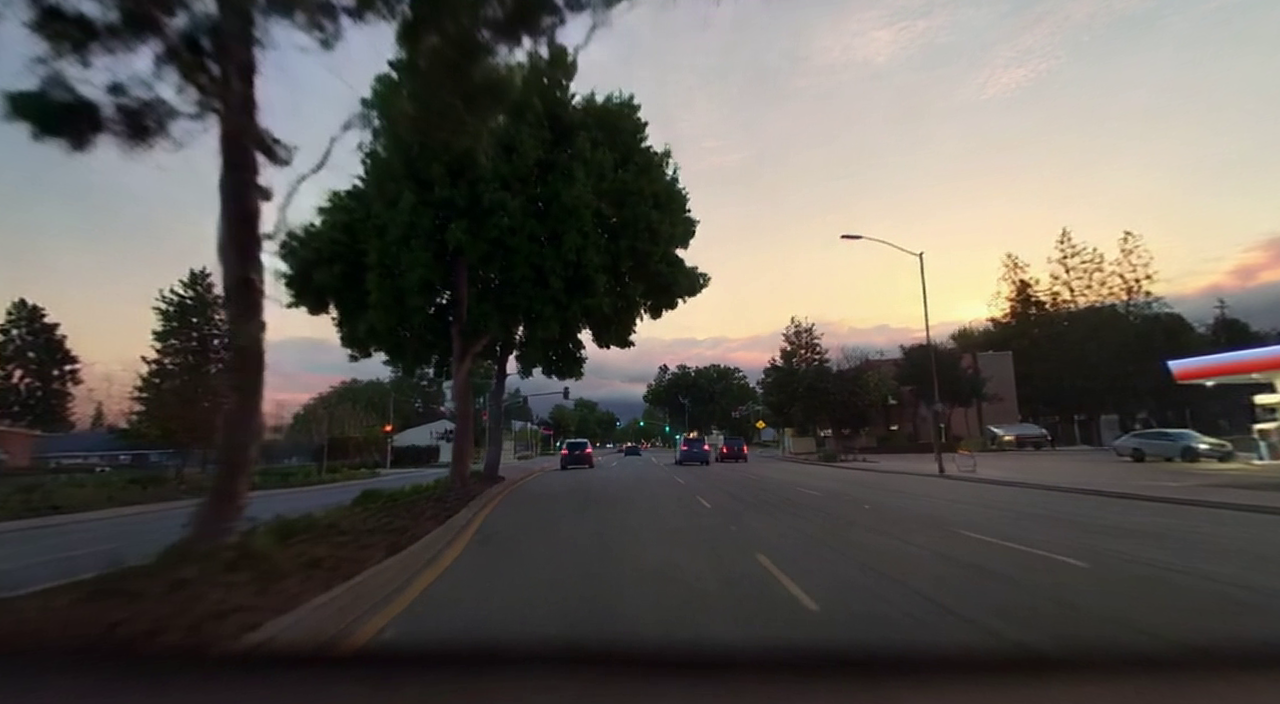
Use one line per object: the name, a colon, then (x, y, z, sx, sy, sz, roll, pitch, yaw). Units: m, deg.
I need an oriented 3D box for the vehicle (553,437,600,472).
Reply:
vehicle: (-3.459, 5.675, 35.284, 2.261, 1.820, 4.255, 0, -8, -1)

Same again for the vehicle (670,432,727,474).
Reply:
vehicle: (2.693, 4.784, 30.105, 2.140, 1.800, 4.660, 0, -8, -1)

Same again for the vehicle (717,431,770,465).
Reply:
vehicle: (6.958, 6.516, 43.043, 2.510, 2.176, 5.527, 0, -8, -2)

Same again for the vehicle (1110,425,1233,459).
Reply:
vehicle: (24.289, 4.163, 29.133, 1.805, 1.460, 4.326, 0, -8, -2)
